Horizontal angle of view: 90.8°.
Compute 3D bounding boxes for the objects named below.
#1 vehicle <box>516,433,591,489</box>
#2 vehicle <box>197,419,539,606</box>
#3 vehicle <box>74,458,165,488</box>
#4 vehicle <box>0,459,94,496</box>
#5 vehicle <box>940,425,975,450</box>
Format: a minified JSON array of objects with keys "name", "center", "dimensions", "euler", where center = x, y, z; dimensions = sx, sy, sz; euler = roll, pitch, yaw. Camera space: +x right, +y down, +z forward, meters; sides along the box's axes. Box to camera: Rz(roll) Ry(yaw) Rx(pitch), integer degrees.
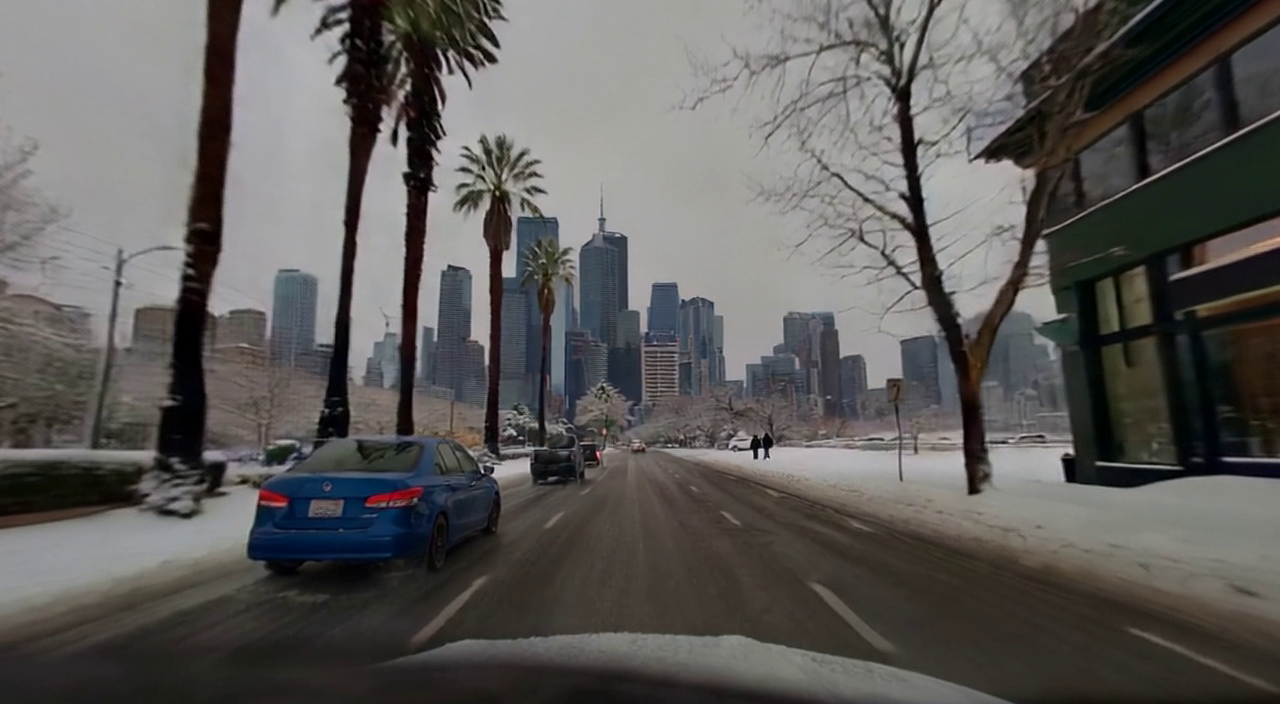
[{"name":"vehicle","center":[-2.857,3.699,21.725],"dimensions":[1.894,1.702,3.999],"euler":[0,-8,2]},{"name":"vehicle","center":[-2.627,1.671,7.535],"dimensions":[2.071,1.544,4.383],"euler":[0,-8,1]},{"name":"vehicle","center":[-30.211,7.012,36.849],"dimensions":[1.832,1.584,4.045],"euler":[0,-8,1]},{"name":"vehicle","center":[-30.257,6.223,31.446],"dimensions":[1.956,1.640,4.715],"euler":[-2,-9,-1]},{"name":"vehicle","center":[24.996,6.771,49.715],"dimensions":[1.679,1.923,3.703],"euler":[-6,-11,37]}]
